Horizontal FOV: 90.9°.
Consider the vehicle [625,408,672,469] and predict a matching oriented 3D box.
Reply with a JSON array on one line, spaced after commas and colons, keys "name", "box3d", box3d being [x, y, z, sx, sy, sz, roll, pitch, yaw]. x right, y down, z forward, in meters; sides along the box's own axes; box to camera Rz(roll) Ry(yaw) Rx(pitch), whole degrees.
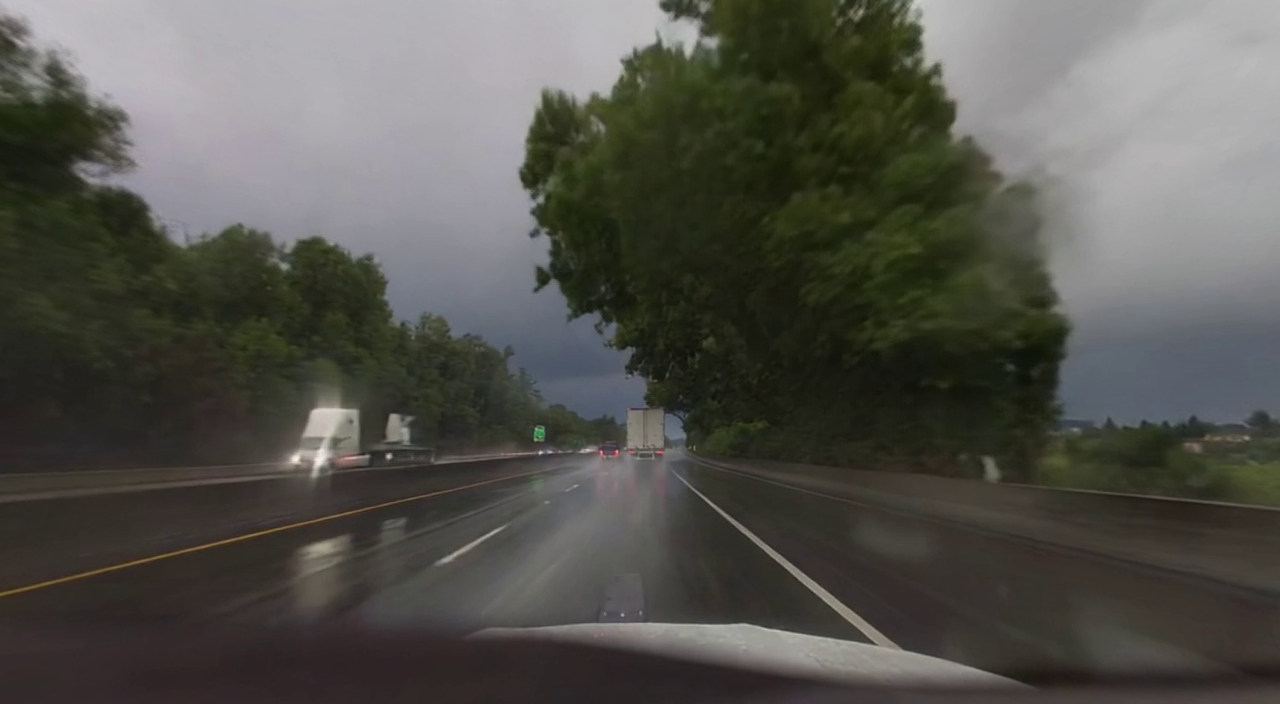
[{"name": "vehicle", "box3d": [0.505, 6.472, 46.569, 3.024, 3.965, 10.399, 0, -9, -1]}]

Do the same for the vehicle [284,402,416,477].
[{"name": "vehicle", "box3d": [-16.662, 5.256, 37.343, 2.927, 3.858, 10.028, 0, -9, 0]}]
